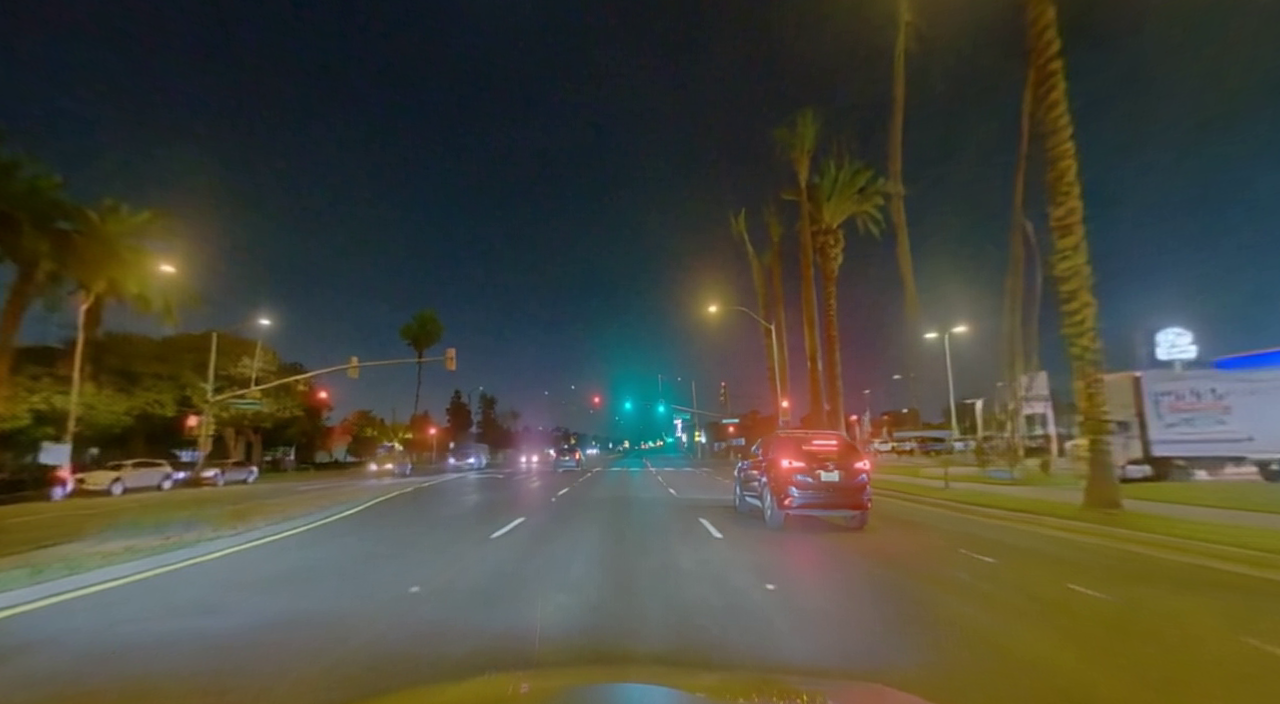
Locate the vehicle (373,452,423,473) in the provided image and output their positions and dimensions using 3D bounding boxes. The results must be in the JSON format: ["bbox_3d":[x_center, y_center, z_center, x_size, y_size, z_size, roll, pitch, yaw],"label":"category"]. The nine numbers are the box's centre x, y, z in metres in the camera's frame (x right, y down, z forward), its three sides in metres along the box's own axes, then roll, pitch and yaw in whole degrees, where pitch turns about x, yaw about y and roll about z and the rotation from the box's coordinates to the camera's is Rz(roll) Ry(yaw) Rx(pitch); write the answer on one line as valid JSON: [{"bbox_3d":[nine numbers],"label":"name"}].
[{"bbox_3d":[-19.041,8.689,49.900,2.056,1.504,4.787,0,-9,0],"label":"vehicle"}]

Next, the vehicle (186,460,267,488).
[{"bbox_3d":[-23.369,6.882,35.875,1.752,1.430,4.078,-1,-9,2],"label":"vehicle"}]

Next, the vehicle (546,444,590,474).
[{"bbox_3d":[-3.874,5.818,34.582,2.034,1.498,3.995,0,-9,-1],"label":"vehicle"}]

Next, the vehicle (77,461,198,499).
[{"bbox_3d":[-23.237,5.887,29.503,1.997,1.434,4.569,-2,-9,-1],"label":"vehicle"}]

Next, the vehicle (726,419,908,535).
[{"bbox_3d":[2.950,2.201,11.677,1.982,1.711,4.276,0,-9,-2],"label":"vehicle"}]

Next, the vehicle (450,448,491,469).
[{"bbox_3d":[-13.176,8.276,49.330,1.963,1.545,4.320,0,-9,0],"label":"vehicle"}]

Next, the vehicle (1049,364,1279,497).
[{"bbox_3d":[15.281,2.096,16.753,6.704,3.194,2.704,-1,-9,4],"label":"vehicle"}]
